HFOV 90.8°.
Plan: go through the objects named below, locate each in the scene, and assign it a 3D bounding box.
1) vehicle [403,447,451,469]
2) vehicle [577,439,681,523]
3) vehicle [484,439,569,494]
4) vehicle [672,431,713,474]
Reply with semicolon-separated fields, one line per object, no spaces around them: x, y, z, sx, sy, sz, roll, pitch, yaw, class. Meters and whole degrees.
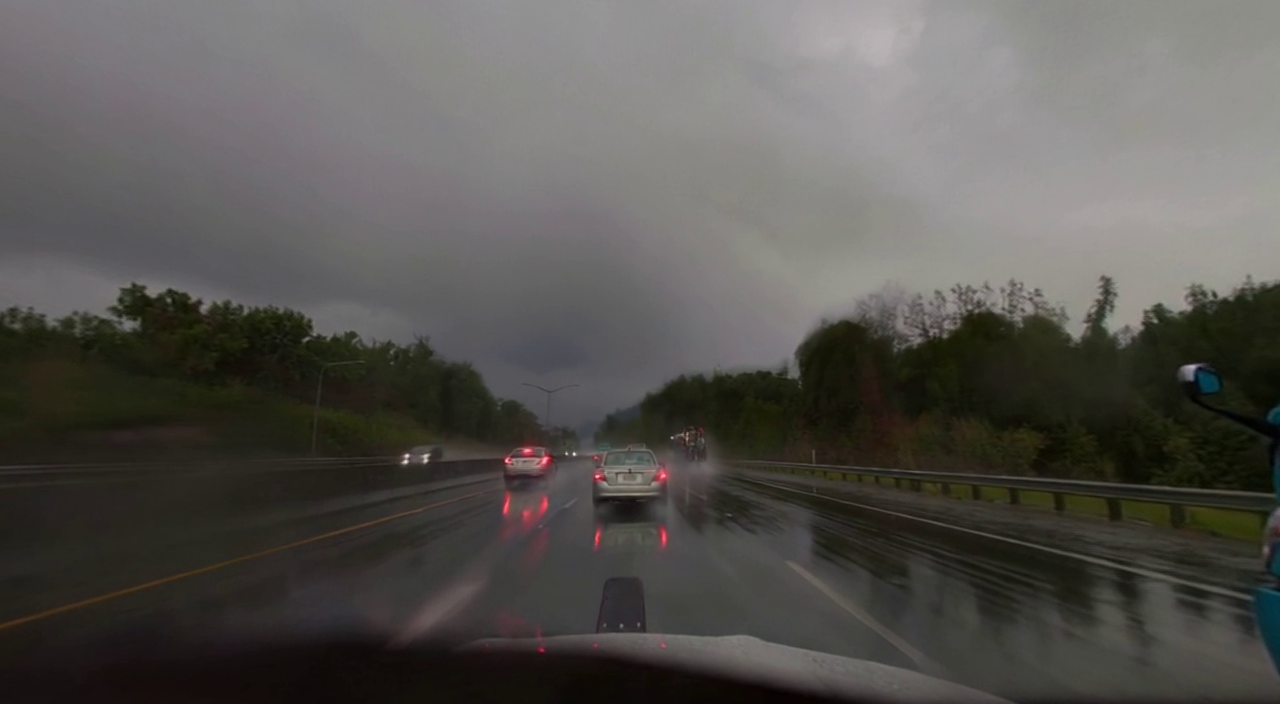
-15.879;7.933;47.324;1.985;1.562;4.522;0;-9;0;vehicle
-0.194;2.722;13.714;1.973;1.574;3.426;0;-9;1;vehicle
-3.703;3.859;21.546;1.985;1.671;4.604;0;-9;1;vehicle
3.455;6.816;42.701;2.234;2.679;5.372;0;-9;-1;vehicle
